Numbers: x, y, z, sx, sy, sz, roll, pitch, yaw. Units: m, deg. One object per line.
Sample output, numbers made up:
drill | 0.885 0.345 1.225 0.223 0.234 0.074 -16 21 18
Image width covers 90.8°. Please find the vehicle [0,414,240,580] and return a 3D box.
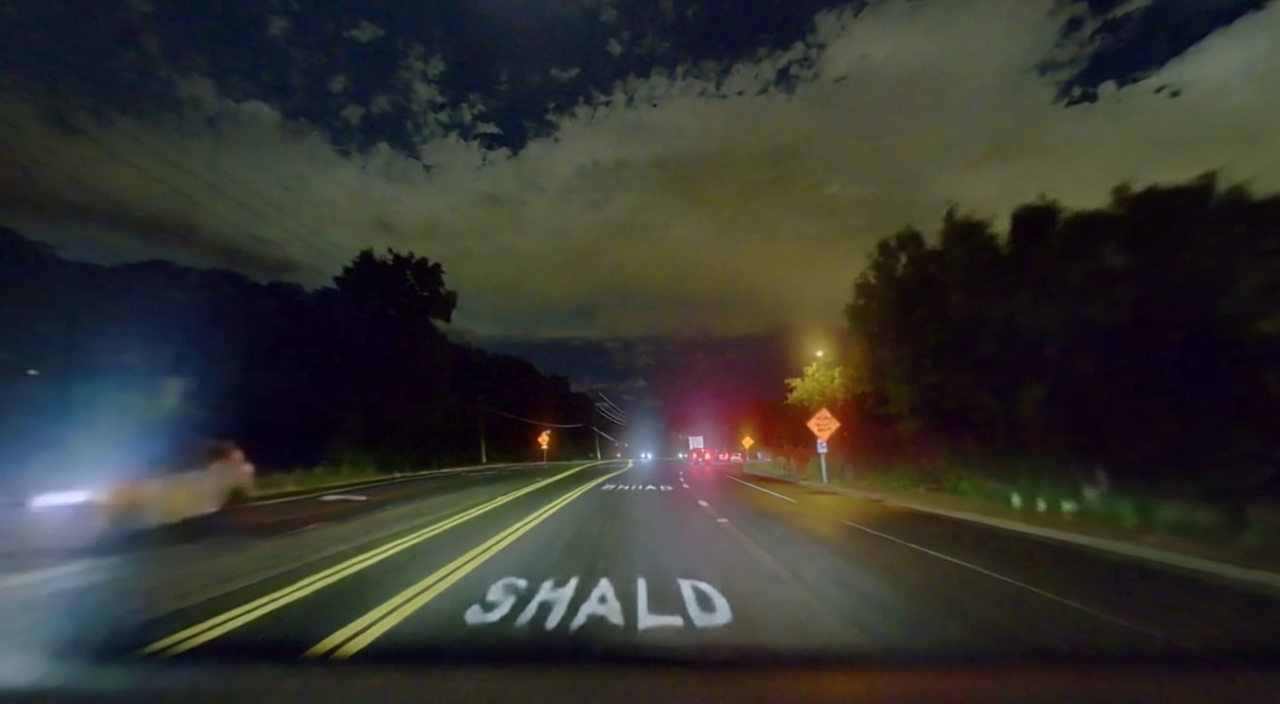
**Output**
vehicle | -7.657 1.765 8.324 2.056 1.677 4.282 0 -9 -2
